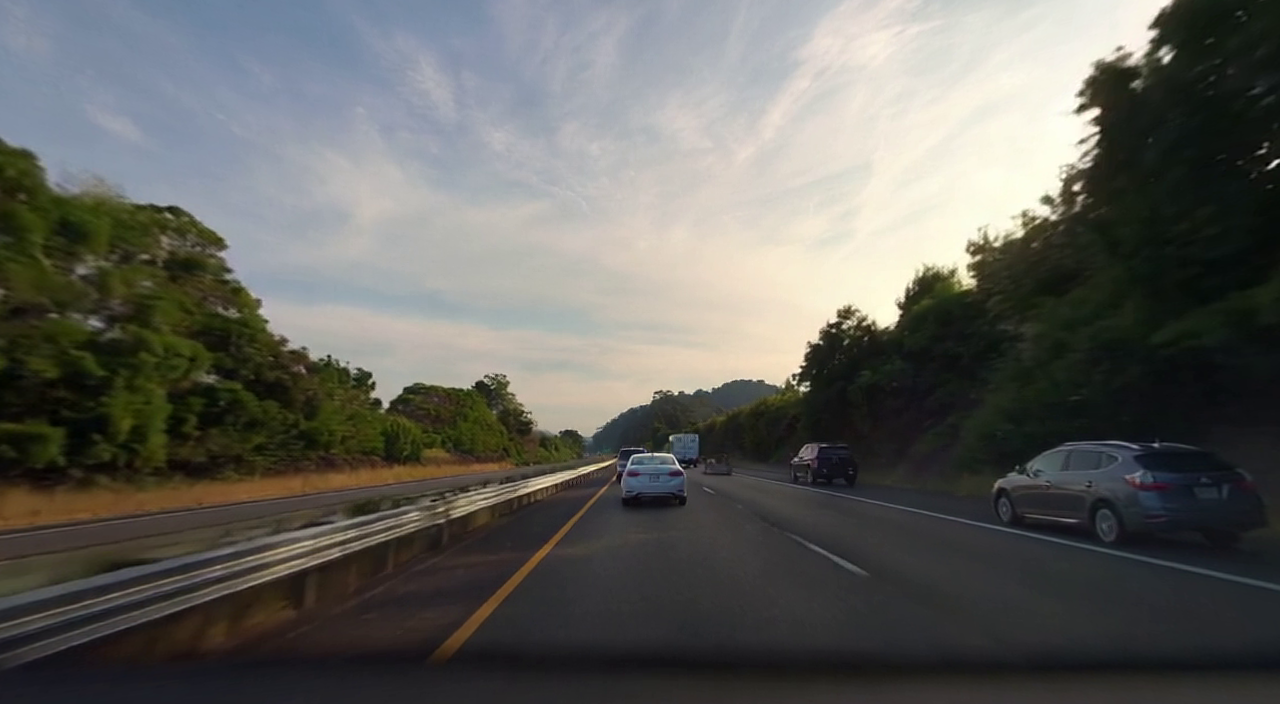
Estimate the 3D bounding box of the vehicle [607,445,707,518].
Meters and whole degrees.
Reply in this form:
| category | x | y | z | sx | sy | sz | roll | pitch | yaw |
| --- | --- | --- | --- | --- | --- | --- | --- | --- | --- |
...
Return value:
| category | x | y | z | sx | sy | sz | roll | pitch | yaw |
| --- | --- | --- | --- | --- | --- | --- | --- | --- | --- |
| vehicle | 0.315 | 3.003 | 15.052 | 2.076 | 1.485 | 3.774 | 0 | -9 | -1 |

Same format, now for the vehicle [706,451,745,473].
| category | x | y | z | sx | sy | sz | roll | pitch | yaw |
| --- | --- | --- | --- | --- | --- | --- | --- | --- | --- |
| vehicle | 6.044 | 7.803 | 44.945 | 1.921 | 1.451 | 3.841 | 0 | -9 | -4 |

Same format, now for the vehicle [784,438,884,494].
| category | x | y | z | sx | sy | sz | roll | pitch | yaw |
| --- | --- | --- | --- | --- | --- | --- | --- | --- | --- |
| vehicle | 6.523 | 3.889 | 21.794 | 1.980 | 1.702 | 4.235 | 0 | -9 | -2 |

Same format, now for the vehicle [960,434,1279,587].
| category | x | y | z | sx | sy | sz | roll | pitch | yaw |
| --- | --- | --- | --- | --- | --- | --- | --- | --- | --- |
| vehicle | 6.306 | 1.886 | 8.304 | 1.965 | 1.484 | 4.090 | 0 | -9 | 0 |
